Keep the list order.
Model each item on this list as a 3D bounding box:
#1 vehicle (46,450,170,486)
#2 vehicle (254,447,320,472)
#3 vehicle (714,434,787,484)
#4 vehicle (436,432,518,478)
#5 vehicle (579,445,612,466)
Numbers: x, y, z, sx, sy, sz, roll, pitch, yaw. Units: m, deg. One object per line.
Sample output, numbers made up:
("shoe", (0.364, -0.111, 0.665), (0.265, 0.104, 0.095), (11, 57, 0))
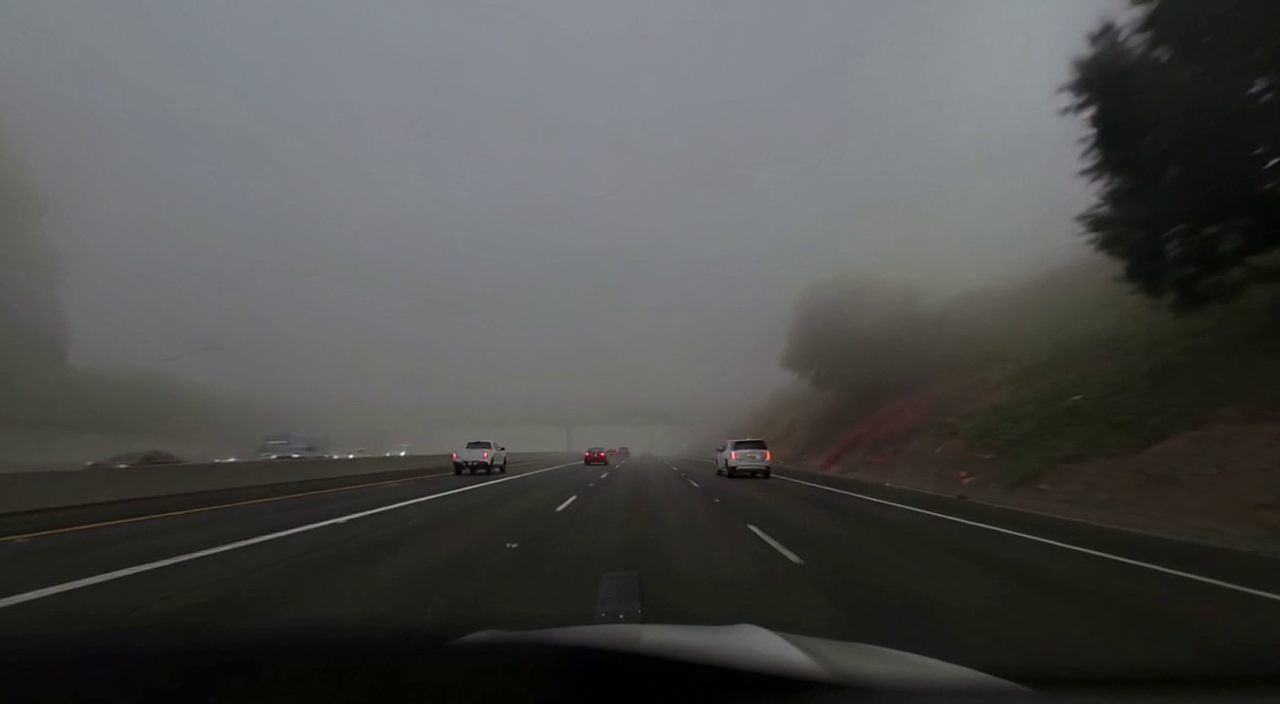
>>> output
("vehicle", (-24.807, 5.384, 29.626), (1.892, 1.545, 4.448), (0, -9, 0))
("vehicle", (-25.276, 7.690, 45.317), (1.980, 1.634, 4.800), (0, -9, 0))
("vehicle", (4.124, 4.081, 24.281), (1.990, 1.735, 4.276), (0, -9, 0))
("vehicle", (-7.614, 4.916, 30.186), (2.341, 1.959, 5.684), (0, -9, 1))
("vehicle", (-3.301, 7.825, 47.664), (2.067, 1.528, 4.551), (0, -9, 1))
